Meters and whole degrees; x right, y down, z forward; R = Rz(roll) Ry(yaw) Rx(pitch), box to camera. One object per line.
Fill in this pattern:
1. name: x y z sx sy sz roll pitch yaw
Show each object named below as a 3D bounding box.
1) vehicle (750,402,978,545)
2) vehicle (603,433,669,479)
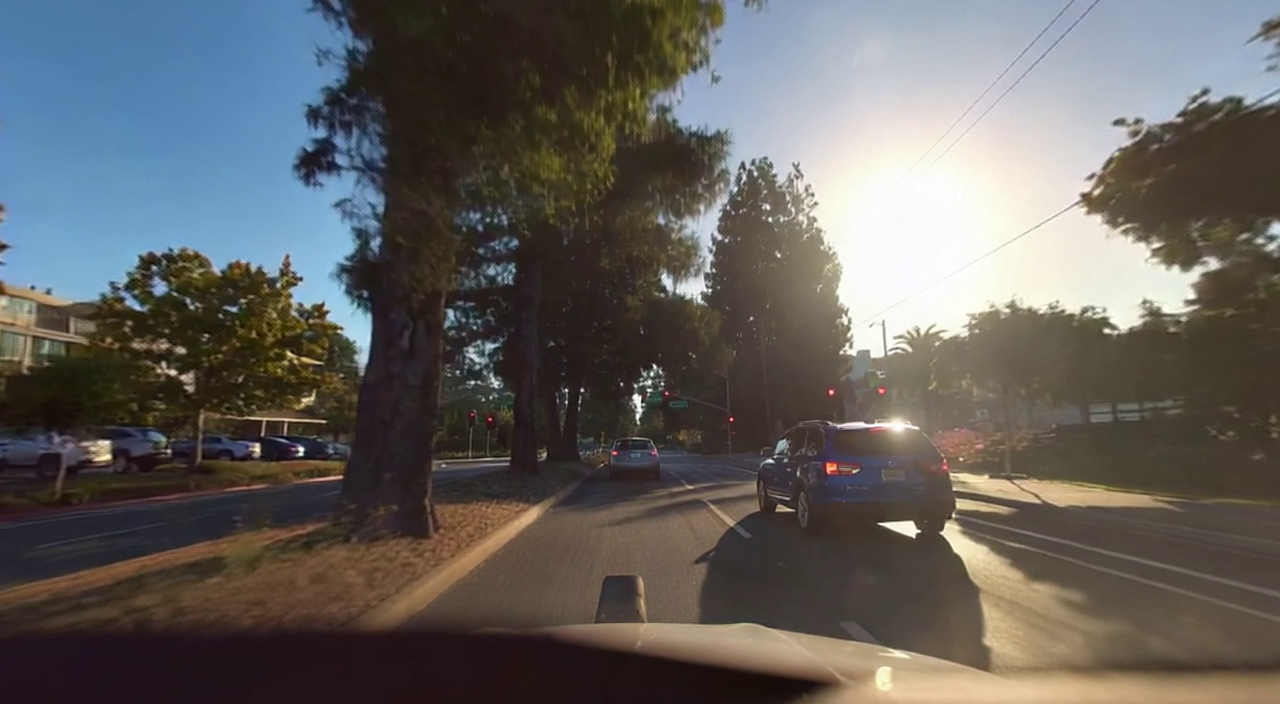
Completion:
1. vehicle: 3.172 1.838 10.114 2.046 1.768 4.370 0 -8 0
2. vehicle: -0.143 3.771 23.163 2.177 1.512 4.682 0 -8 0
